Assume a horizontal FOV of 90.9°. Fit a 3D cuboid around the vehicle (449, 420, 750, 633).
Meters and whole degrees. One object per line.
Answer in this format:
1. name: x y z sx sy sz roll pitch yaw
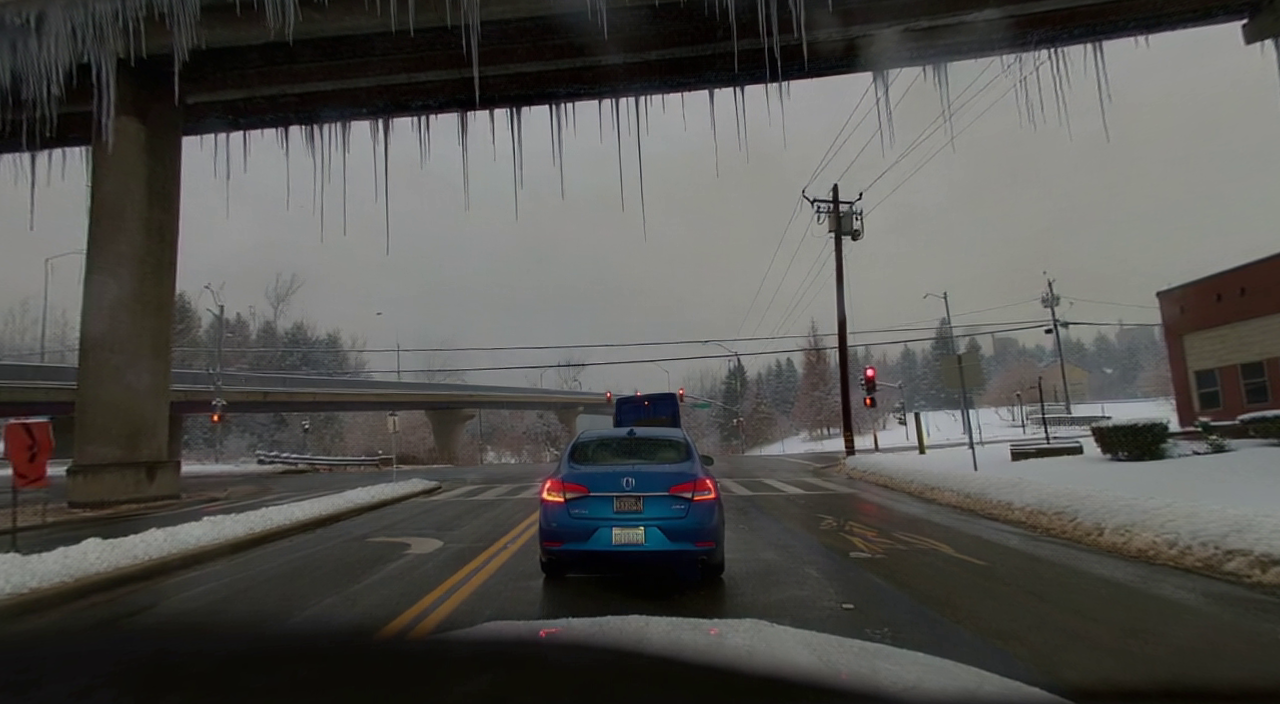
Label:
1. vehicle: -0.248 1.525 6.462 2.090 1.458 4.033 -1 -9 1
